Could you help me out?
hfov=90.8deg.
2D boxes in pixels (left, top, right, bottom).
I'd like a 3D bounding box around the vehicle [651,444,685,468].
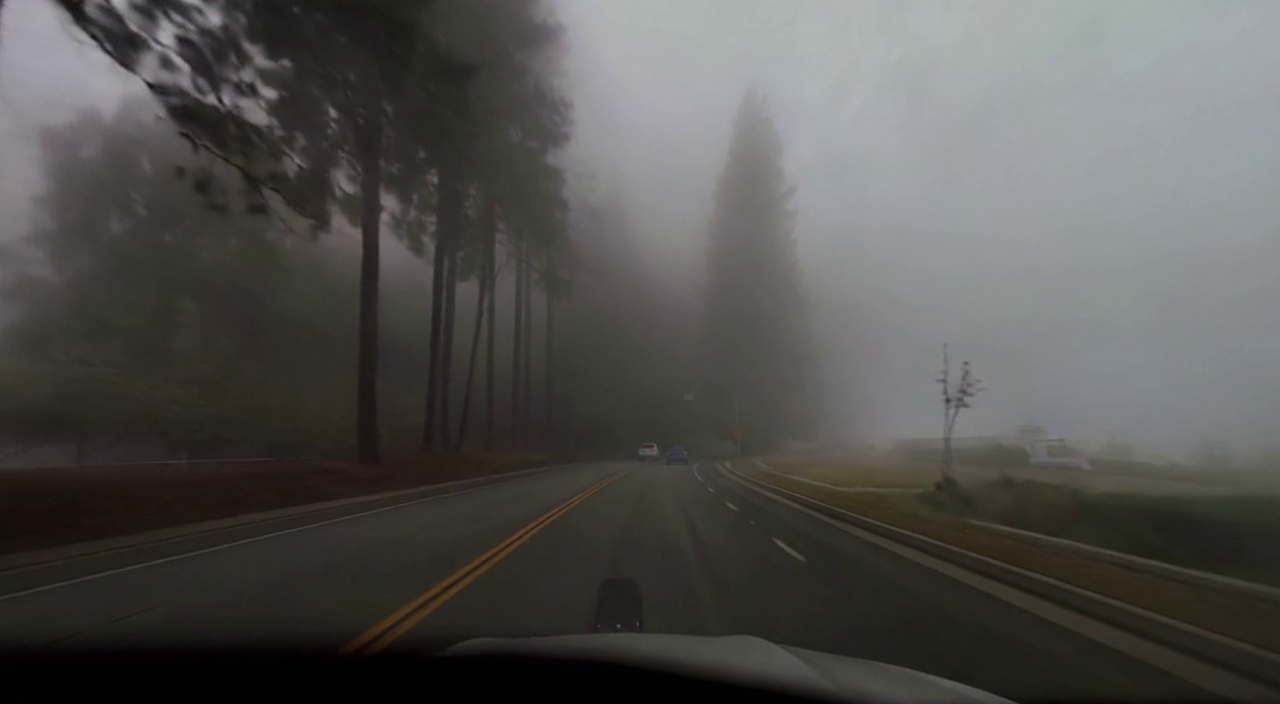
[{"bbox_3d":[1.900,6.881,42.037,2.071,1.474,4.047,-1,-8,5],"label":"vehicle"}]
